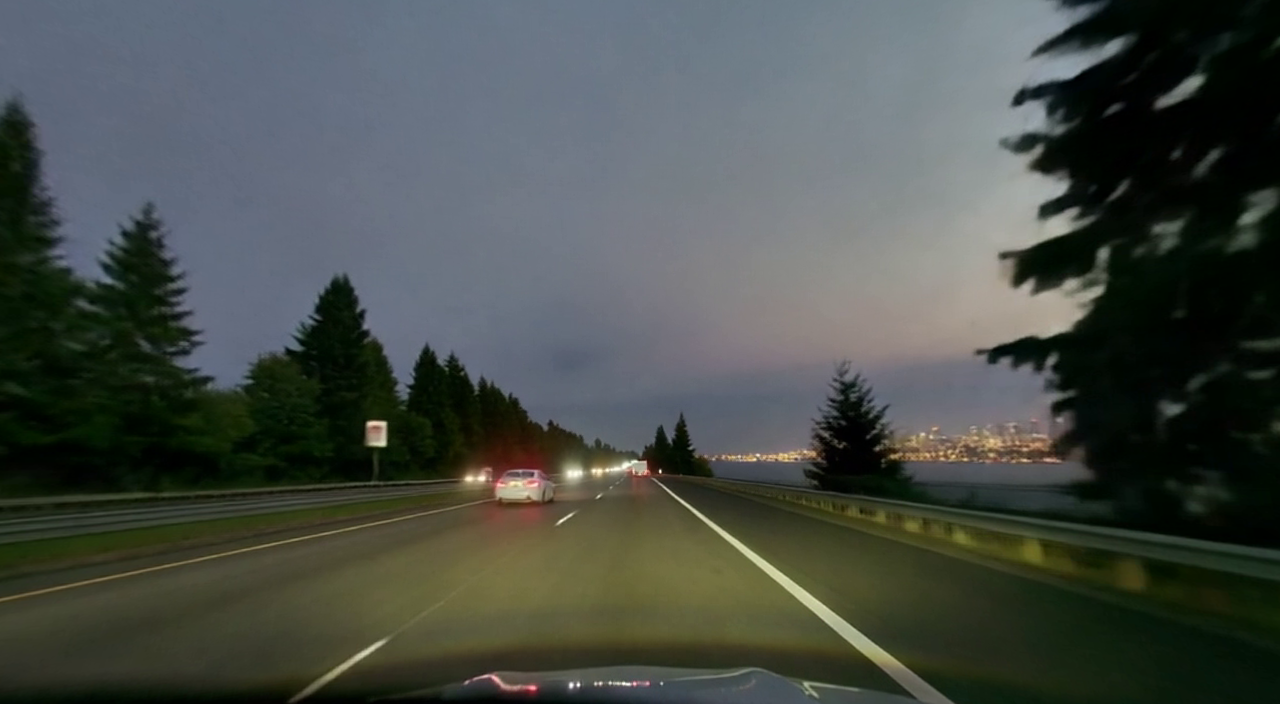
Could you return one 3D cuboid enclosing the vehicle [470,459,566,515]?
[{"bbox_3d":[-3.675,4.220,19.992,2.006,1.516,4.820,1,-11,1],"label":"vehicle"}]
